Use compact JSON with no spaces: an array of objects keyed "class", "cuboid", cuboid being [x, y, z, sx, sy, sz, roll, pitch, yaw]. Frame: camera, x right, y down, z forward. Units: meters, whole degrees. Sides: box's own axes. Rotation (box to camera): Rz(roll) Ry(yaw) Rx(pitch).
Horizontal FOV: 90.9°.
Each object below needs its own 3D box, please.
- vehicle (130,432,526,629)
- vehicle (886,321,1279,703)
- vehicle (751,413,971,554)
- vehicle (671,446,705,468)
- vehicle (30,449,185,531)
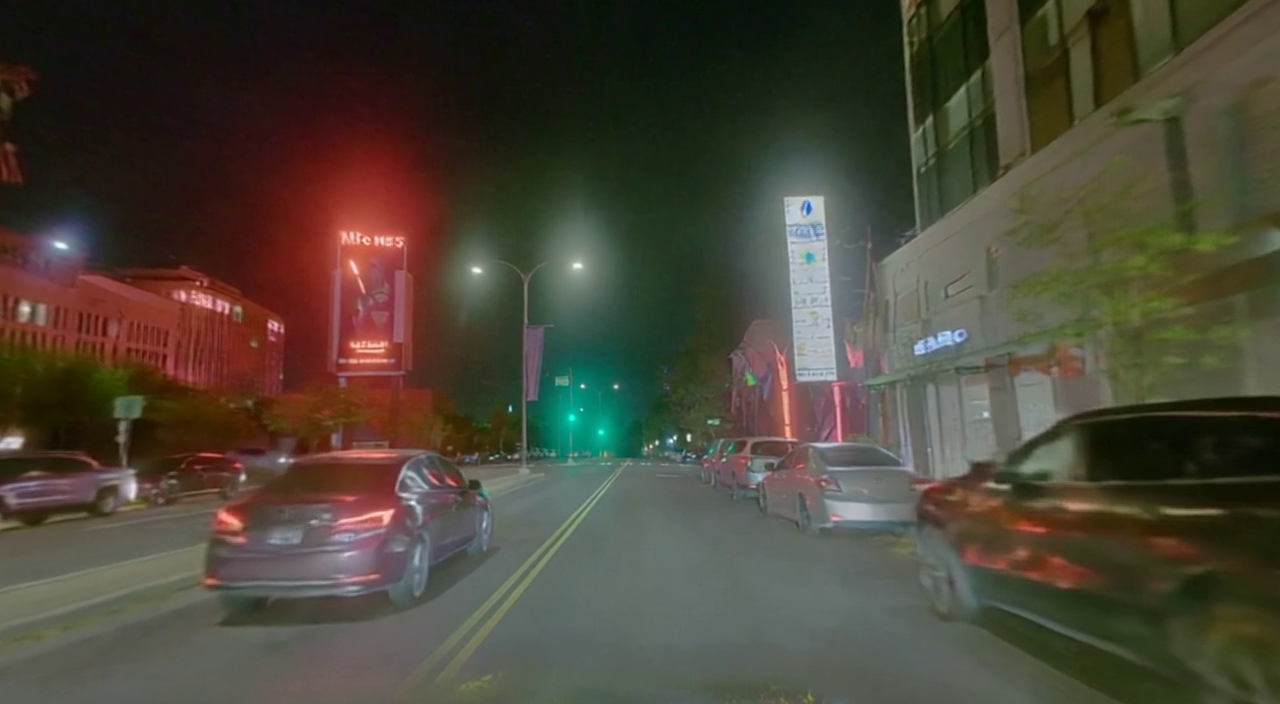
[{"class":"vehicle","cuboid":[-2.730,1.654,6.936,2.030,1.436,4.388,0,-8,1]},{"class":"vehicle","cuboid":[3.299,0.984,3.361,2.158,1.818,4.428,0,-8,0]},{"class":"vehicle","cuboid":[3.239,2.024,10.460,2.086,1.792,4.608,0,-8,2]},{"class":"vehicle","cuboid":[3.399,7.515,45.328,1.950,1.462,4.807,0,-8,-1]},{"class":"vehicle","cuboid":[-12.207,2.979,14.328,4.810,1.497,2.066,-8,-12,44]}]
